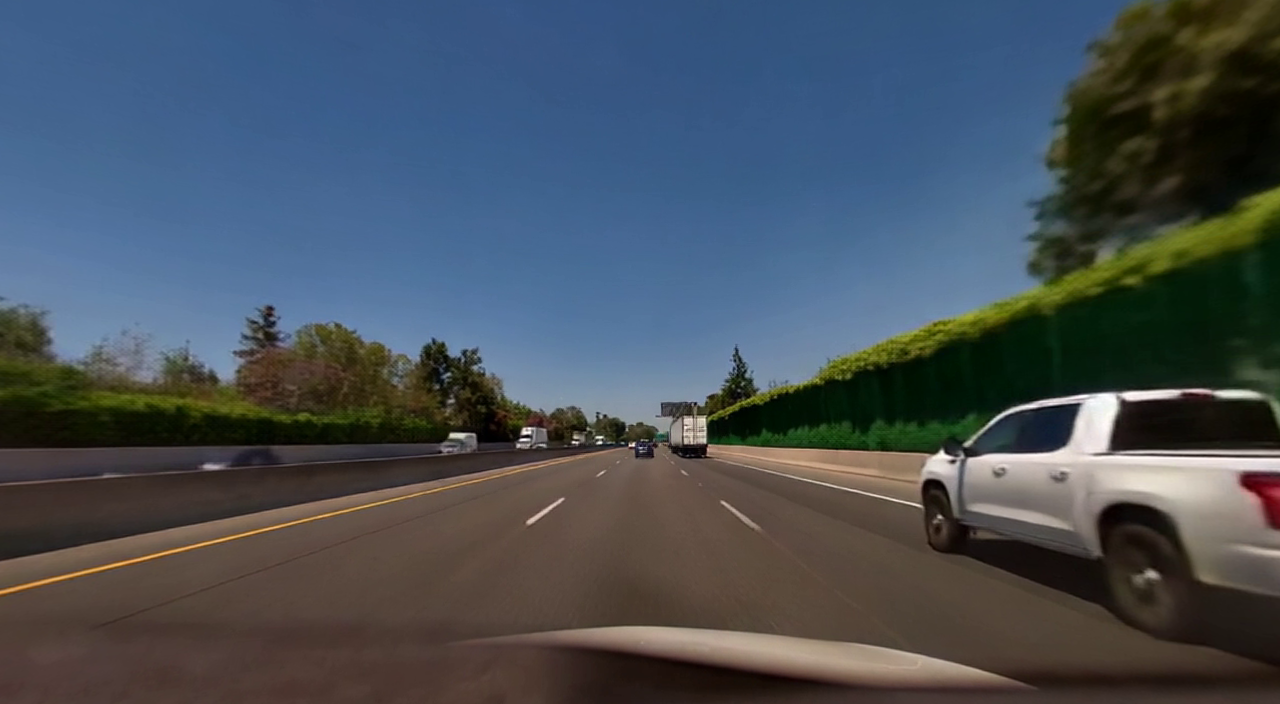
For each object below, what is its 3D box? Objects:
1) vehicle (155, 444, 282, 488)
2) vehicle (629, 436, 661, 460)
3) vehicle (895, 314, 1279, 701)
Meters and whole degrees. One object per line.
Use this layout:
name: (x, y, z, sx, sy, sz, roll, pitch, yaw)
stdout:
vehicle: (-15.713, 4.239, 23.751, 1.908, 1.466, 3.993, 0, -8, 2)
vehicle: (0.337, 7.472, 49.237, 2.389, 1.760, 4.473, 0, -8, 0)
vehicle: (4.346, 1.082, 5.241, 2.209, 1.943, 5.262, 0, -8, 0)
